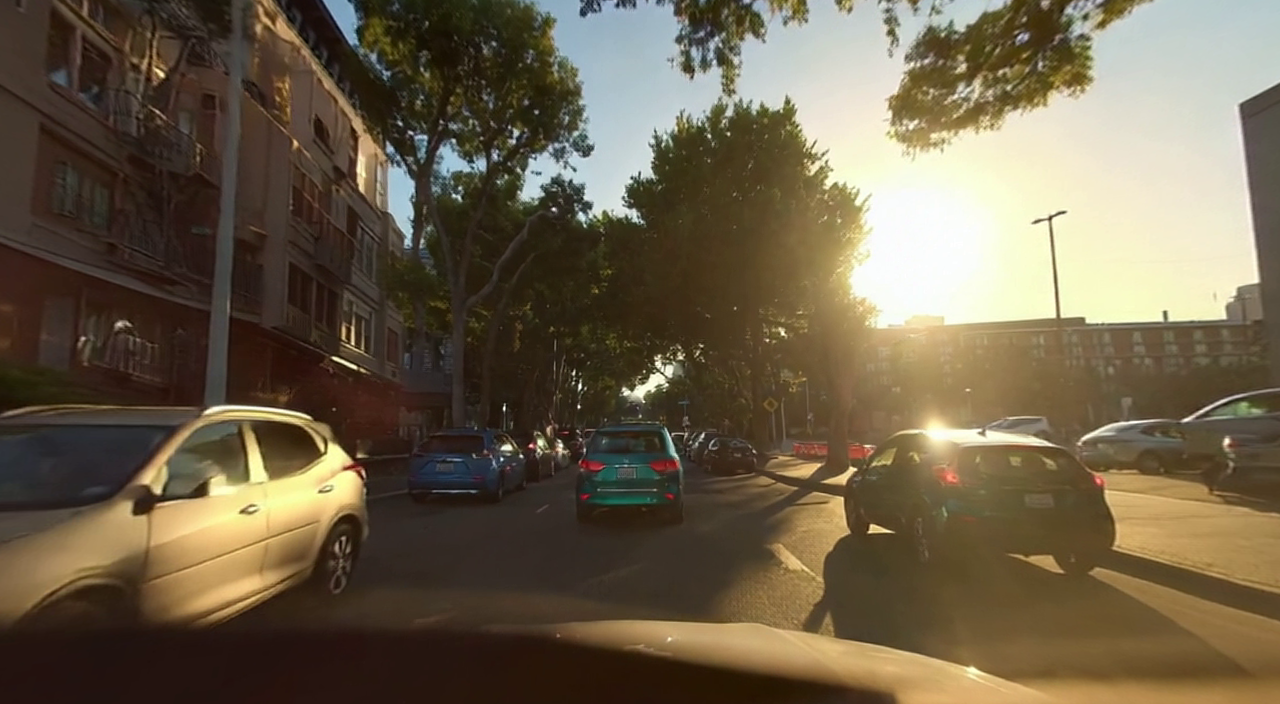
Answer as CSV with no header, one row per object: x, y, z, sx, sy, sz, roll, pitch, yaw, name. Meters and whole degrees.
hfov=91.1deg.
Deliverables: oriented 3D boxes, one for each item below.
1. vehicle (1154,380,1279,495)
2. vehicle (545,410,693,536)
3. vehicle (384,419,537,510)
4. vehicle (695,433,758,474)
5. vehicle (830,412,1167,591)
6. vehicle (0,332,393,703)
12.498,1.506,11.085,4.991,1.978,2.090,-8,-11,43,vehicle
-0.241,1.945,10.677,2.022,1.700,4.084,0,-8,1,vehicle
-3.728,2.420,13.969,2.012,1.701,4.316,0,-8,1,vehicle
3.349,4.017,25.066,1.948,1.475,4.093,0,-8,0,vehicle
3.738,1.595,7.523,1.847,1.554,3.885,0,-8,3,vehicle
-3.440,0.991,3.796,2.047,1.710,4.314,0,-8,1,vehicle
